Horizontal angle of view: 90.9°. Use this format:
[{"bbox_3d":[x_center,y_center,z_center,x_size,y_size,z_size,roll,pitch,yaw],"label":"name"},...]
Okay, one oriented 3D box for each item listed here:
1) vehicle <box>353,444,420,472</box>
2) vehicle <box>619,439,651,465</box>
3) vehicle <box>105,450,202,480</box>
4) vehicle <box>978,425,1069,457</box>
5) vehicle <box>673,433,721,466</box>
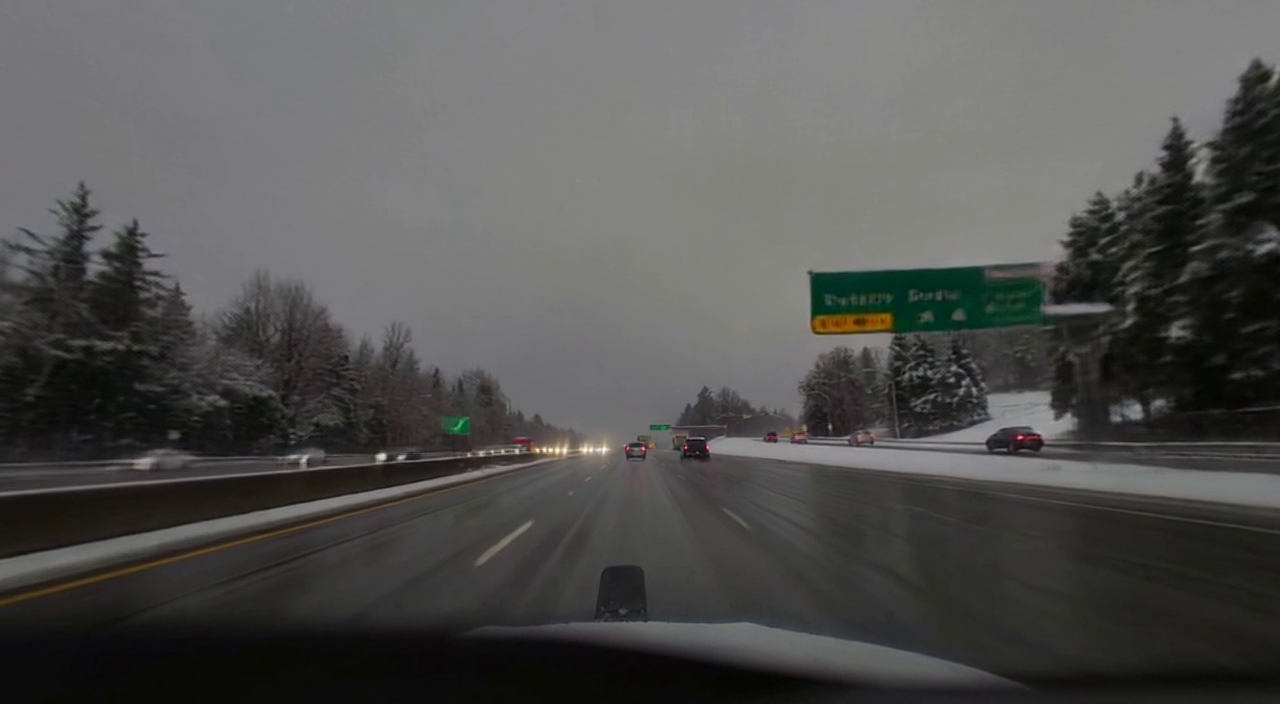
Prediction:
[{"bbox_3d":[-15.115,6.349,37.946,1.941,1.552,5.119,0,-8,0],"label":"vehicle"},{"bbox_3d":[-0.326,6.885,43.593,2.105,1.711,4.293,0,-8,0],"label":"vehicle"},{"bbox_3d":[-26.081,6.065,34.054,1.834,1.445,4.472,0,-8,-3],"label":"vehicle"},{"bbox_3d":[18.811,4.428,31.220,1.872,1.459,4.502,-1,-8,3],"label":"vehicle"},{"bbox_3d":[3.641,6.392,41.536,2.505,2.020,5.532,0,-8,-1],"label":"vehicle"}]
